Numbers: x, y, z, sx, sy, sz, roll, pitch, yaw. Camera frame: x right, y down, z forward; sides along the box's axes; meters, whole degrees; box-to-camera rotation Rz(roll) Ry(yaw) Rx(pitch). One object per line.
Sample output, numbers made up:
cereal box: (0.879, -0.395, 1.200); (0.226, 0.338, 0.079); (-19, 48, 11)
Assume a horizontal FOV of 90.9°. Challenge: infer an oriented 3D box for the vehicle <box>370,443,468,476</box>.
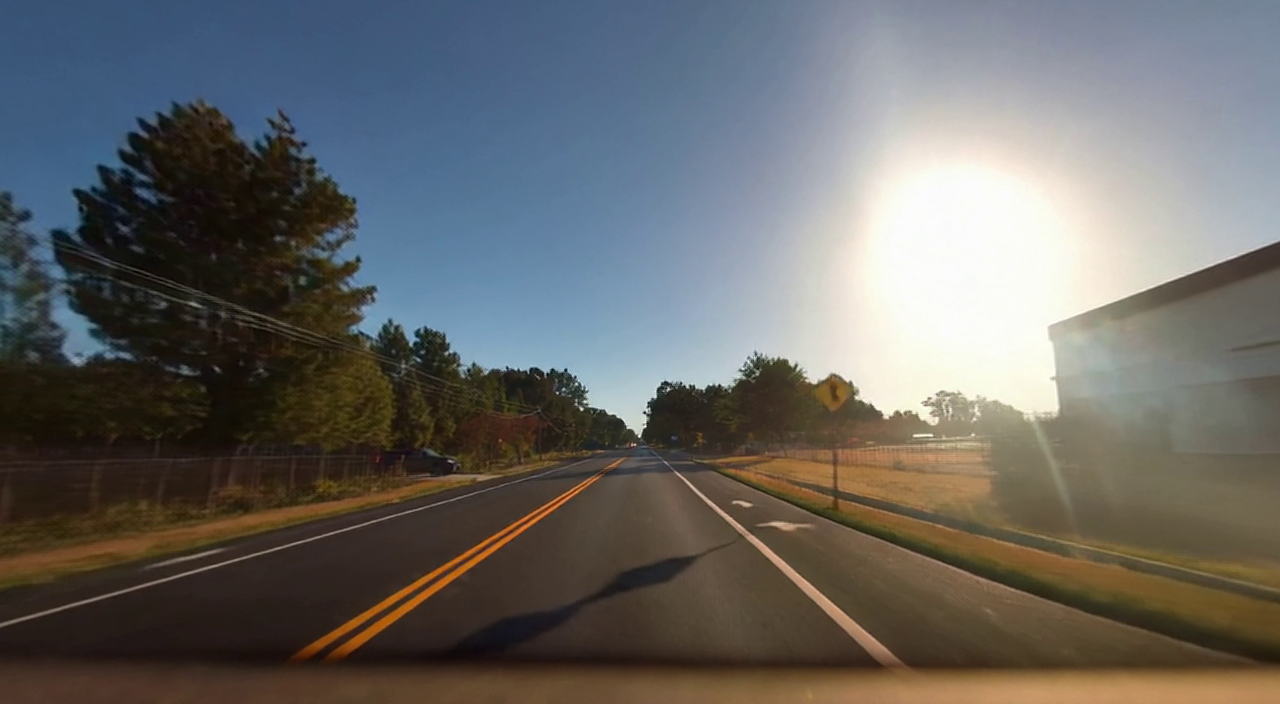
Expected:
vehicle: (-12.483, 6.109, 35.883); (4.813, 1.763, 2.048); (0, -8, -1)
